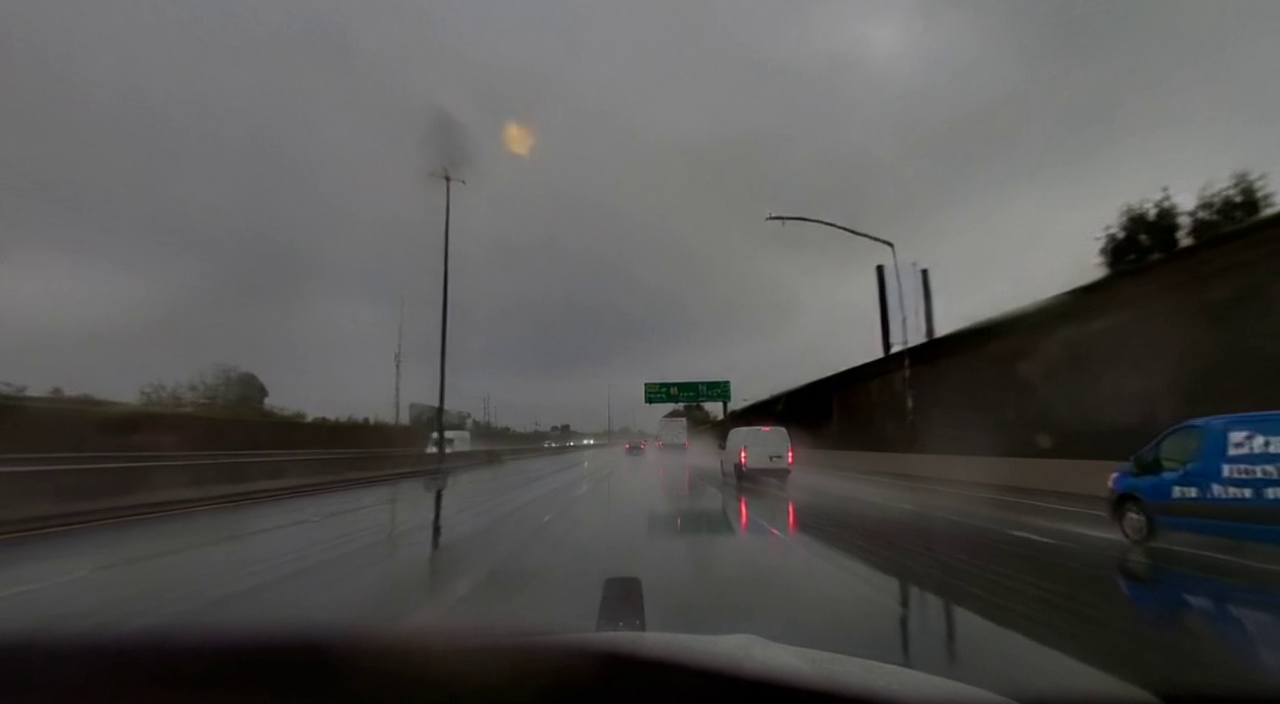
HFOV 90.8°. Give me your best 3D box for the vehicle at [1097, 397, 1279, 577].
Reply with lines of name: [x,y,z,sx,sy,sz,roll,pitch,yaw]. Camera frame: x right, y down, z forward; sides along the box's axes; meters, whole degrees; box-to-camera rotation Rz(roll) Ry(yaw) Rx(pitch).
vehicle: [7.588,1.350,6.307,2.266,1.799,4.947,0,-9,-1]

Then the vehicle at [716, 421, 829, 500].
vehicle: [3.547,3.030,17.990,2.035,1.931,4.841,0,-9,-2]
